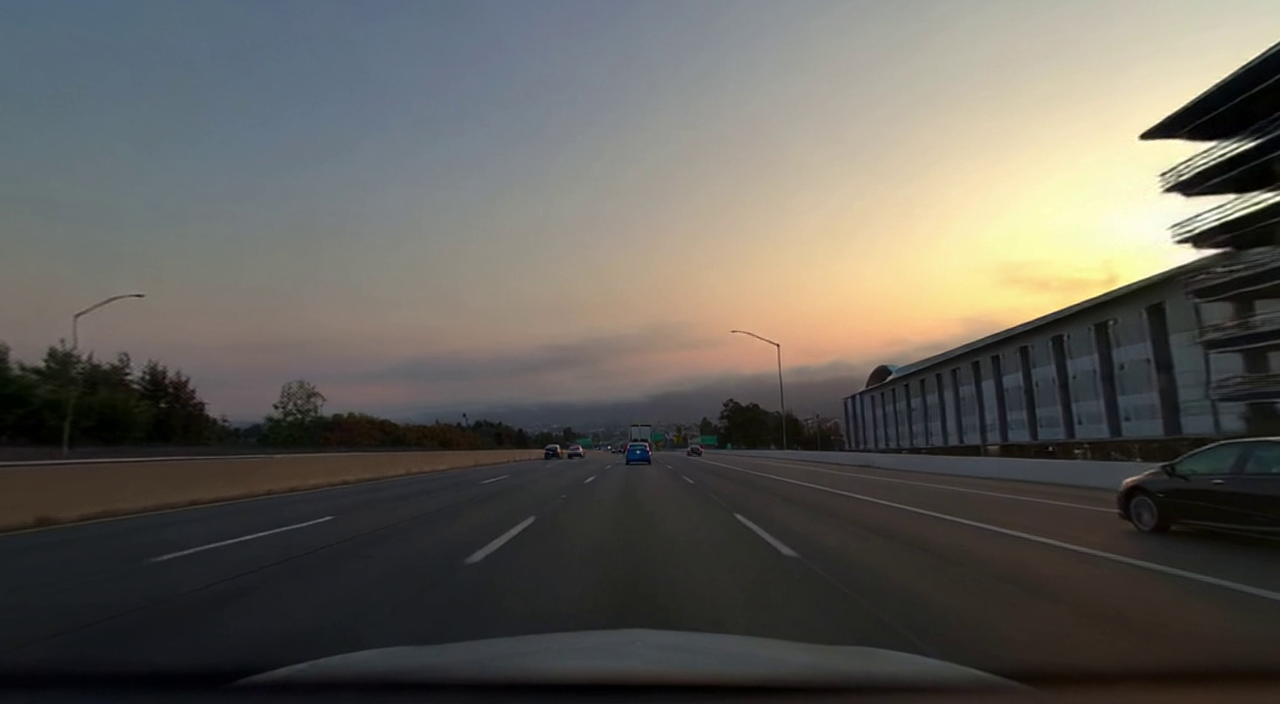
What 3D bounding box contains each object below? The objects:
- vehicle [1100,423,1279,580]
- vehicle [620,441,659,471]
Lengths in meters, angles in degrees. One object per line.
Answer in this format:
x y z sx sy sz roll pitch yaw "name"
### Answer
7.151 1.426 5.970 1.937 1.498 4.710 0 -8 -1 "vehicle"
-0.028 5.660 34.426 2.036 1.542 3.891 0 -8 0 "vehicle"
